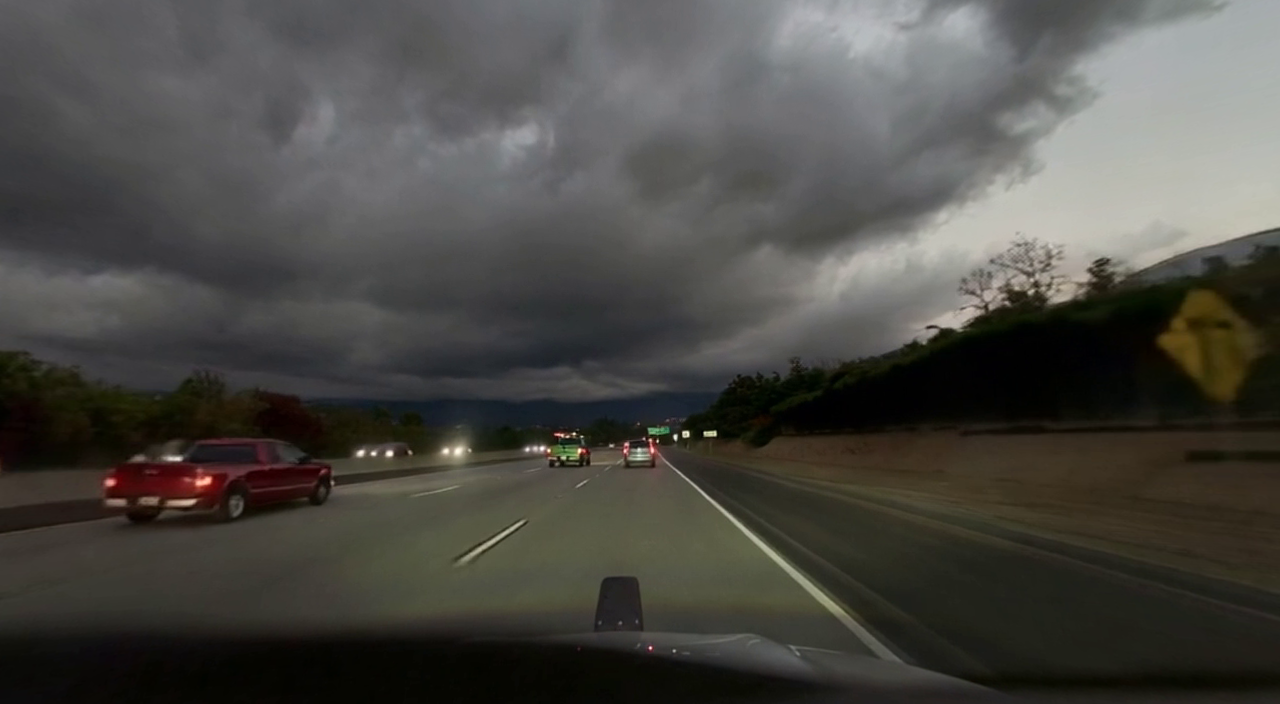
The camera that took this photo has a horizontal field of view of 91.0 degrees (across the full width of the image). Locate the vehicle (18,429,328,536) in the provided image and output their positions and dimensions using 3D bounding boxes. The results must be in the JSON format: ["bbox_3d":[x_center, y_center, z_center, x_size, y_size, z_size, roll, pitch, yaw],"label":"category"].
[{"bbox_3d":[-7.839,2.204,11.301,2.149,1.526,4.361,0,-8,1],"label":"vehicle"}]

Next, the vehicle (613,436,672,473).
[{"bbox_3d":[0.151,5.096,31.601,2.715,1.669,5.163,0,-8,1],"label":"vehicle"}]

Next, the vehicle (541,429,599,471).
[{"bbox_3d":[-3.458,4.987,32.119,2.250,1.947,4.860,0,-8,2],"label":"vehicle"}]
